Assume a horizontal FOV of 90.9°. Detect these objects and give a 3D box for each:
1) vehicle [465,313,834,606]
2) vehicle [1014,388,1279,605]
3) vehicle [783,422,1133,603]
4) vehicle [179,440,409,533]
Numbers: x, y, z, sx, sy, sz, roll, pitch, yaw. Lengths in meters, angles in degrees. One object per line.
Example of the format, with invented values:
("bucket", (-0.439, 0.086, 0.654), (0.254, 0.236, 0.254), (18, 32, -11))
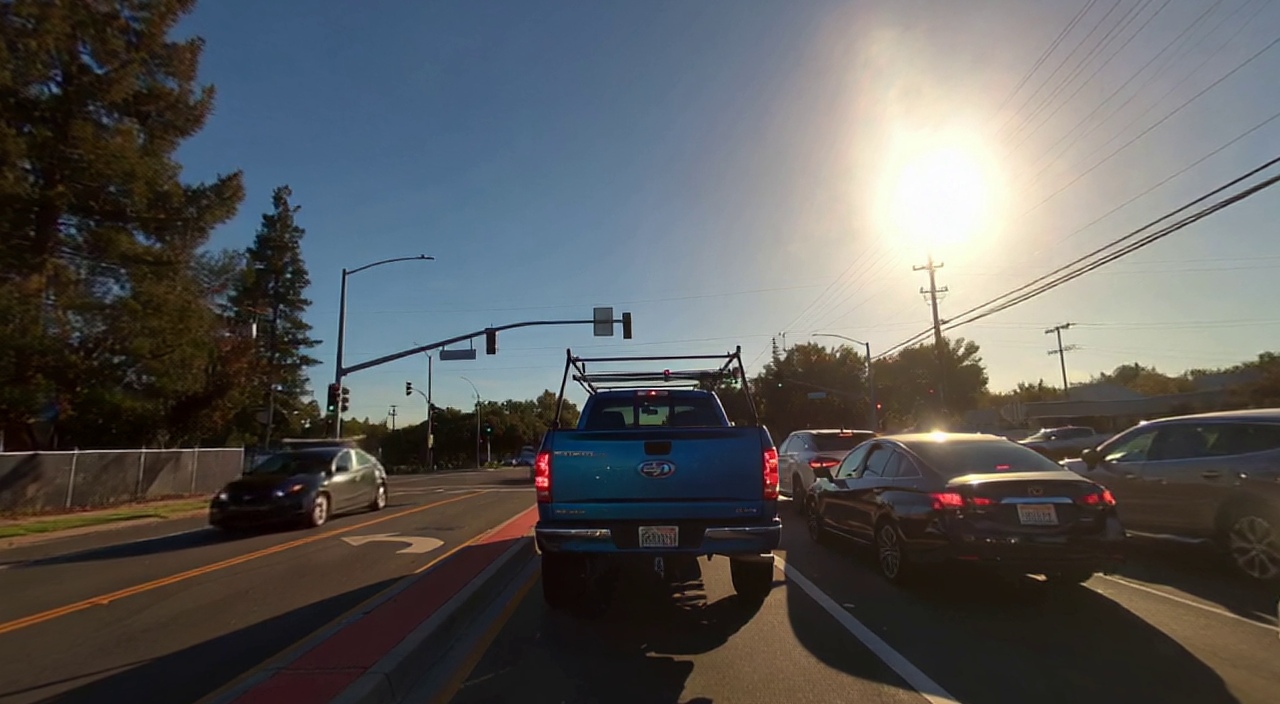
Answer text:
("vehicle", (0.110, 1.267, 8.042), (2.831, 2.284, 6.149), (0, -8, 1))
("vehicle", (6.154, 1.366, 6.449), (1.982, 1.727, 4.352), (0, -8, 1))
("vehicle", (3.116, 1.643, 7.354), (1.993, 1.495, 4.060), (0, -8, 1))
("vehicle", (-7.282, 2.835, 14.024), (2.369, 1.690, 4.529), (0, -8, 3))
